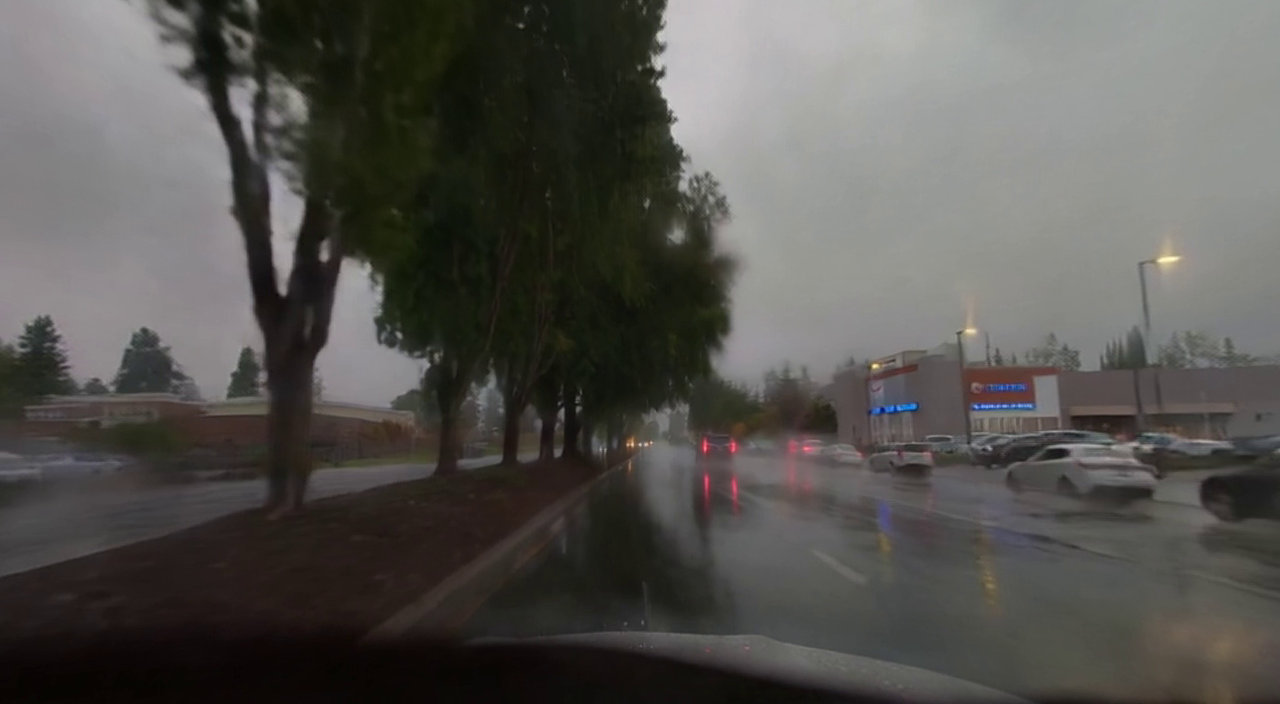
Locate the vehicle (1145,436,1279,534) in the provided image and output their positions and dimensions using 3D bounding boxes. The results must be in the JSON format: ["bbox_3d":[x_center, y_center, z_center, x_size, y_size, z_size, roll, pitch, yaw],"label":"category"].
[{"bbox_3d":[10.651,2.061,9.811,1.842,1.474,4.456,0,-8,0],"label":"vehicle"}]

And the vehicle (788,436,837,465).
[{"bbox_3d":[11.246,6.470,41.518,1.959,1.751,4.961,0,-8,2],"label":"vehicle"}]

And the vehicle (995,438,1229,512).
[{"bbox_3d":[10.838,2.819,15.080,1.894,1.469,4.730,0,-8,-1],"label":"vehicle"}]

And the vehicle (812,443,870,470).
[{"bbox_3d":[11.116,5.776,35.073,1.824,1.364,4.238,0,-8,0],"label":"vehicle"}]

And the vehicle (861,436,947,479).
[{"bbox_3d":[10.958,4.393,26.527,1.958,1.654,4.258,0,-8,3],"label":"vehicle"}]

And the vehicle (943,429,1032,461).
[{"bbox_3d":[20.313,5.473,37.101,2.116,1.731,4.835,1,-8,-6],"label":"vehicle"}]

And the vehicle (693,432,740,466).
[{"bbox_3d":[4.401,5.657,37.007,2.183,1.845,4.482,0,-8,0],"label":"vehicle"}]
